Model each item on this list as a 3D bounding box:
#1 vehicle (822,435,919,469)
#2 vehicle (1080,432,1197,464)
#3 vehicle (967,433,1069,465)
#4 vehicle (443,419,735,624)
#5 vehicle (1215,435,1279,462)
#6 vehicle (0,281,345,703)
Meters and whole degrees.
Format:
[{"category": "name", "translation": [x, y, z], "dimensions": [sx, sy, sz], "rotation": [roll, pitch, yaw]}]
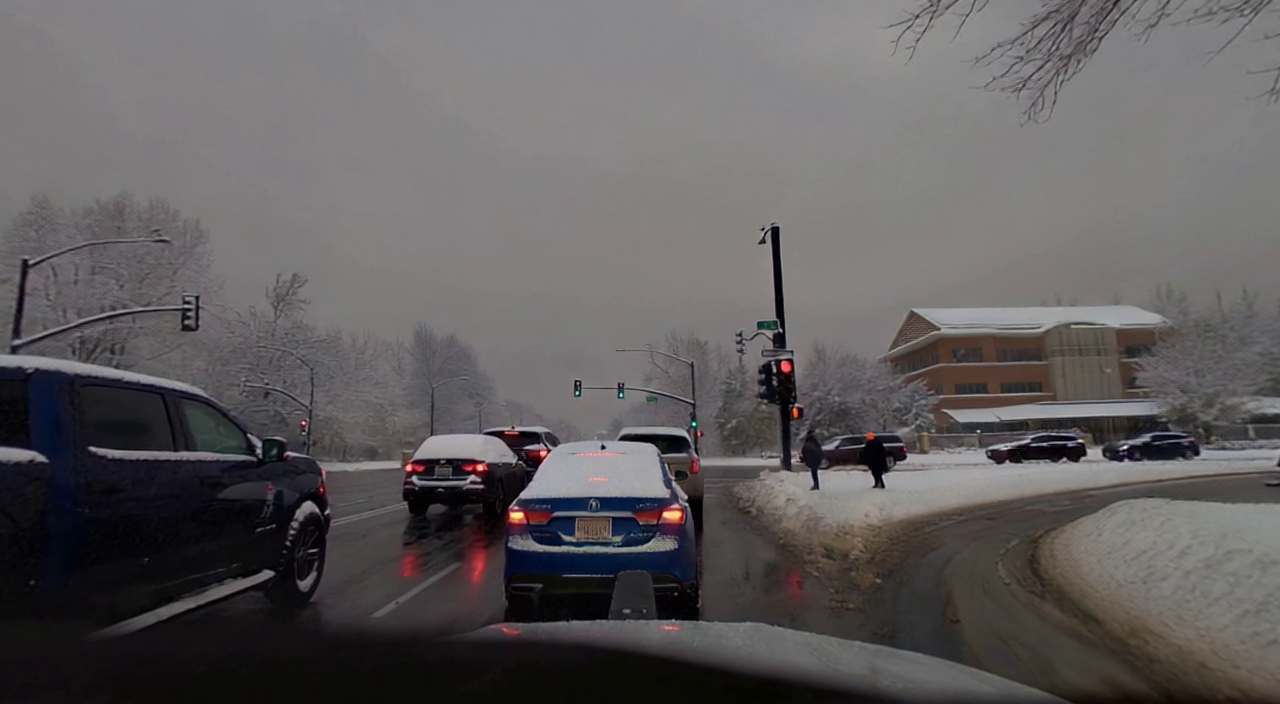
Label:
[{"category": "vehicle", "translation": [12.214, 5.338, 33.628], "dimensions": [4.394, 1.724, 1.886], "rotation": [0, -9, 1]}, {"category": "vehicle", "translation": [28.935, 5.576, 36.713], "dimensions": [4.967, 1.794, 2.044], "rotation": [0, -9, 2]}, {"category": "vehicle", "translation": [21.943, 5.661, 36.712], "dimensions": [4.529, 1.786, 2.110], "rotation": [0, -9, 2]}, {"category": "vehicle", "translation": [-0.374, 1.590, 6.942], "dimensions": [2.144, 1.497, 4.446], "rotation": [0, -9, 0]}, {"category": "vehicle", "translation": [36.268, 5.518, 36.146], "dimensions": [4.643, 1.464, 1.840], "rotation": [-1, -9, 3]}, {"category": "vehicle", "translation": [-3.680, 0.745, 2.809], "dimensions": [2.202, 1.961, 4.980], "rotation": [0, -9, 1]}]
